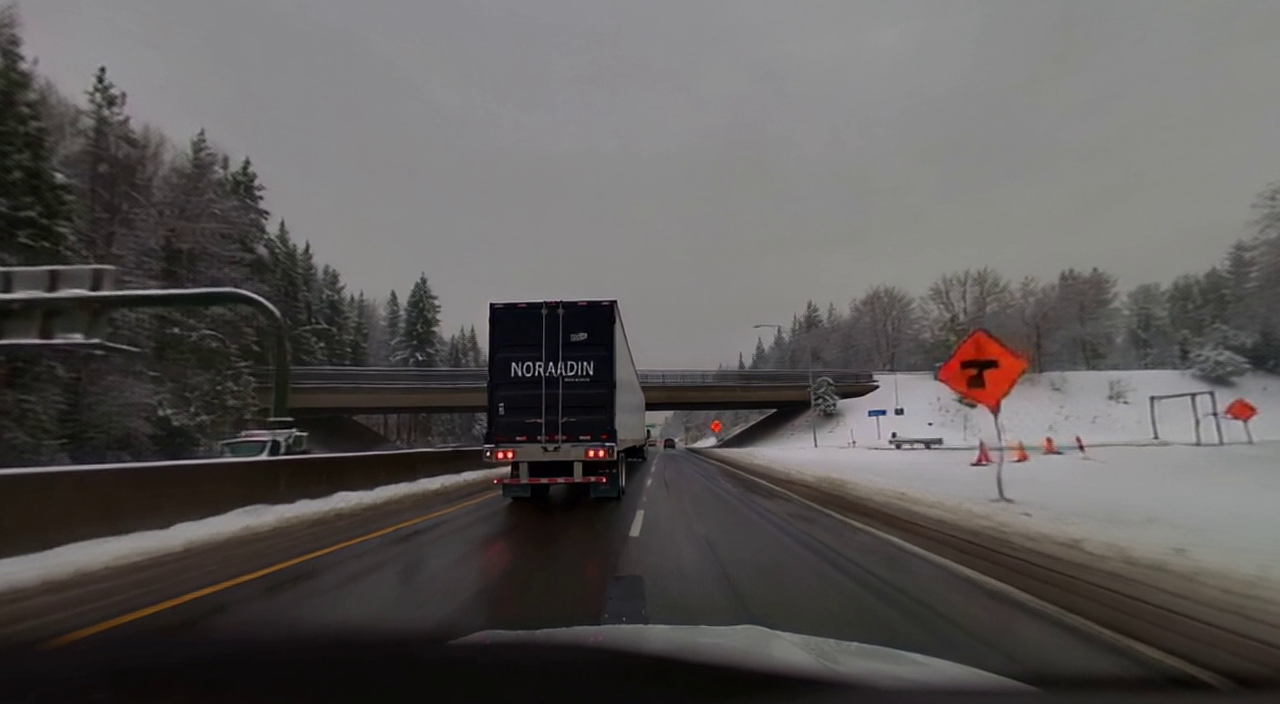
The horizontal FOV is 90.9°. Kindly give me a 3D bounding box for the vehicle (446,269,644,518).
[{"bbox_3d":[-1.446,1.808,18.362,2.873,4.060,16.327,0,-8,1],"label":"vehicle"}]
